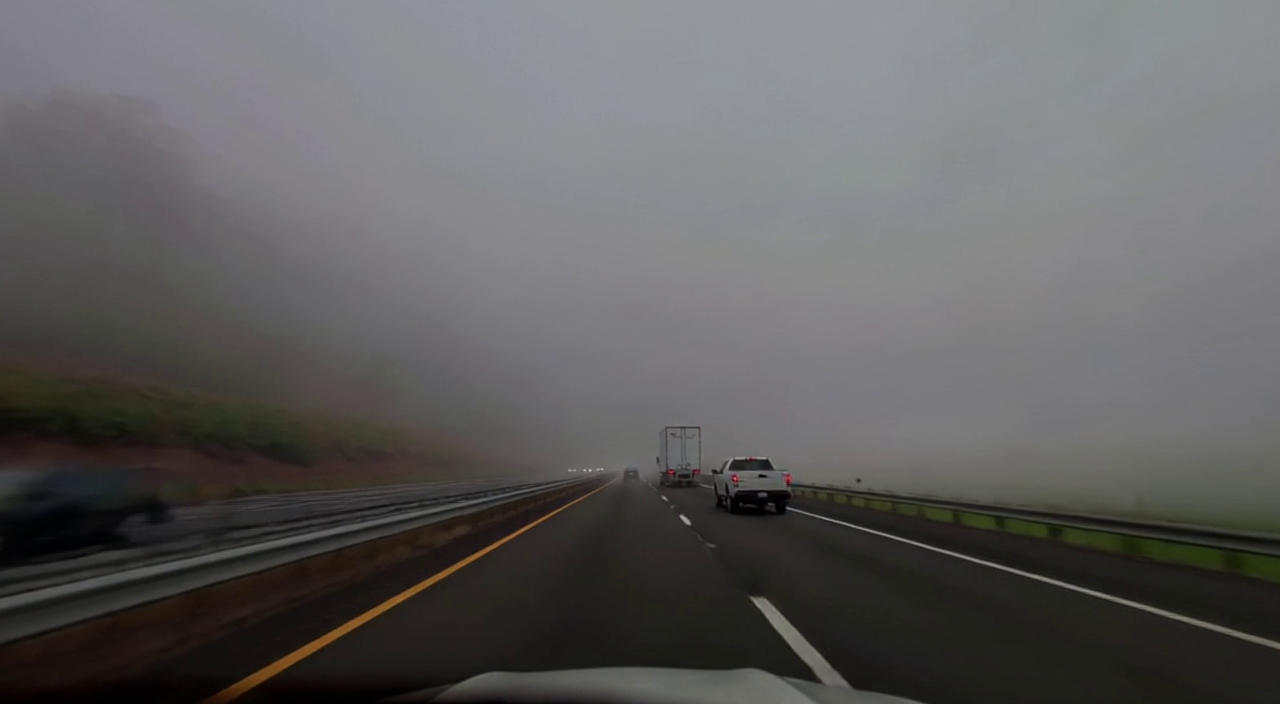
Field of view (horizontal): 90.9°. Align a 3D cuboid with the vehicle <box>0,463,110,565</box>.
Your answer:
[{"bbox_3d":[-10.316,2.306,8.944,2.015,1.457,3.979,1,-10,0],"label":"vehicle"}]

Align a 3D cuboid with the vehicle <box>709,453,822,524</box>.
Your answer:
[{"bbox_3d":[3.297,3.752,17.678,2.124,1.662,4.641,1,-10,-1],"label":"vehicle"}]
